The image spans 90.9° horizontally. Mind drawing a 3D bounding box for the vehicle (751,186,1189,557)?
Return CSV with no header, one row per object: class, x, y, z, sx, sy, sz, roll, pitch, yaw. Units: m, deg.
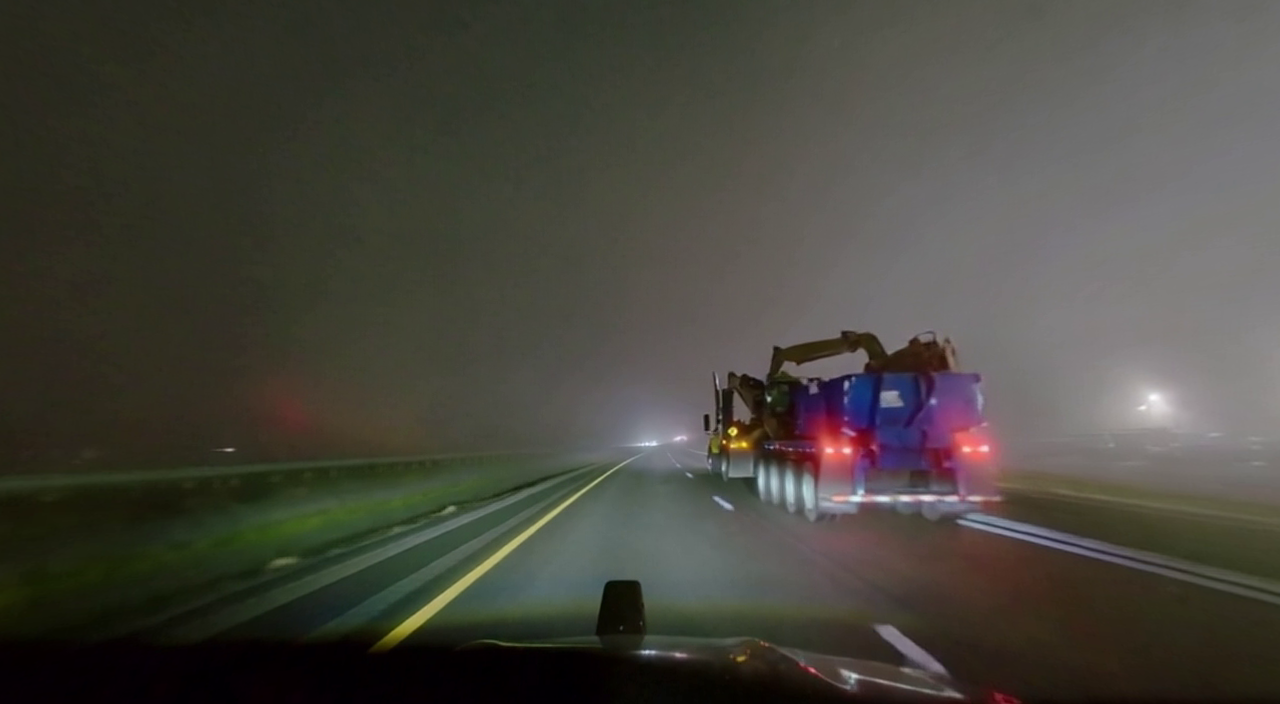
vehicle,3.975,0.617,9.952,3.279,3.956,6.541,0,-9,1
